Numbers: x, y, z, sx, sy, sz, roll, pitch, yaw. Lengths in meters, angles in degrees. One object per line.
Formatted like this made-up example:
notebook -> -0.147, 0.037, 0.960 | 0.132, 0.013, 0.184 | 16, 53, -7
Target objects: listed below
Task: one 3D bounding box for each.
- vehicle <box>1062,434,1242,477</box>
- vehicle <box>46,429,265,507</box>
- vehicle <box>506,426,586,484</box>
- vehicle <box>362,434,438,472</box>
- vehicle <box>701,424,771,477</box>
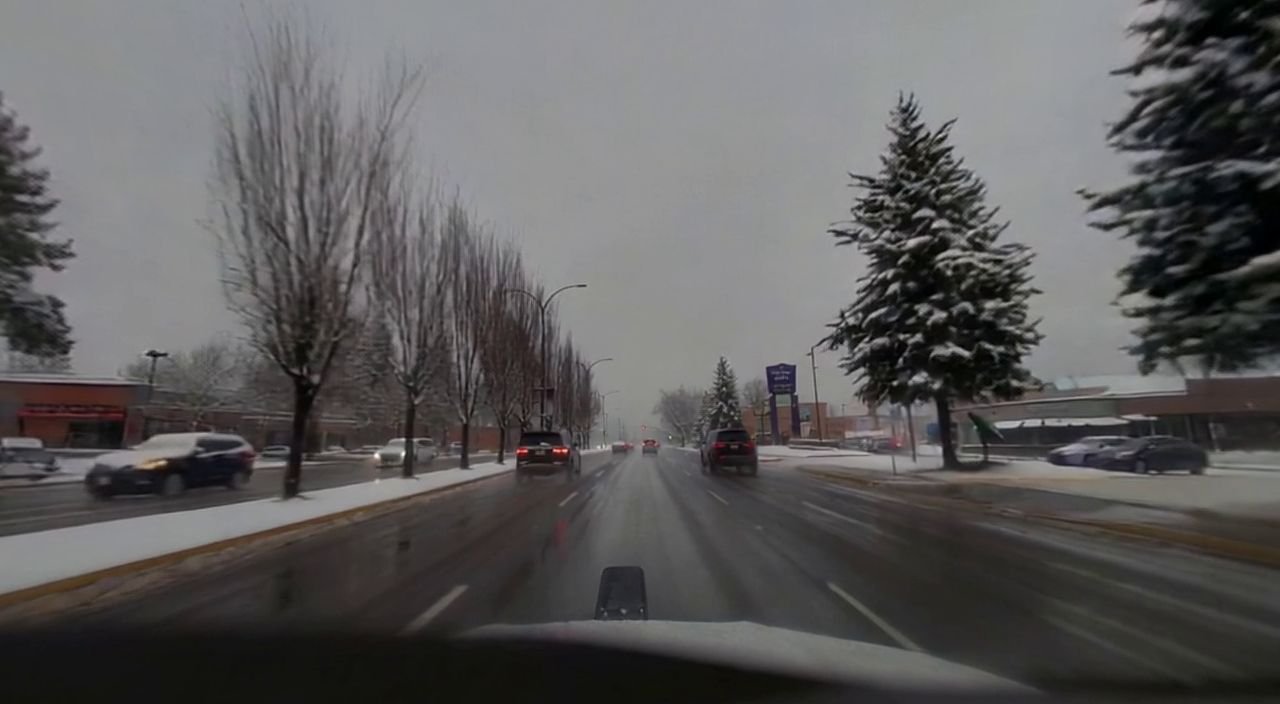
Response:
vehicle -> 18.433, 3.740, 22.809 | 4.642, 1.450, 2.087 | 0, -8, 2
vehicle -> -12.108, 2.906, 16.211 | 1.998, 1.705, 4.465 | 0, -8, 1
vehicle -> -3.115, 3.509, 21.711 | 2.014, 1.775, 4.404 | 0, -8, 1
vehicle -> -12.027, 5.093, 31.855 | 2.023, 1.729, 4.478 | 0, -8, 1
vehicle -> 3.733, 3.923, 25.222 | 2.024, 1.921, 4.431 | 0, -8, -1
